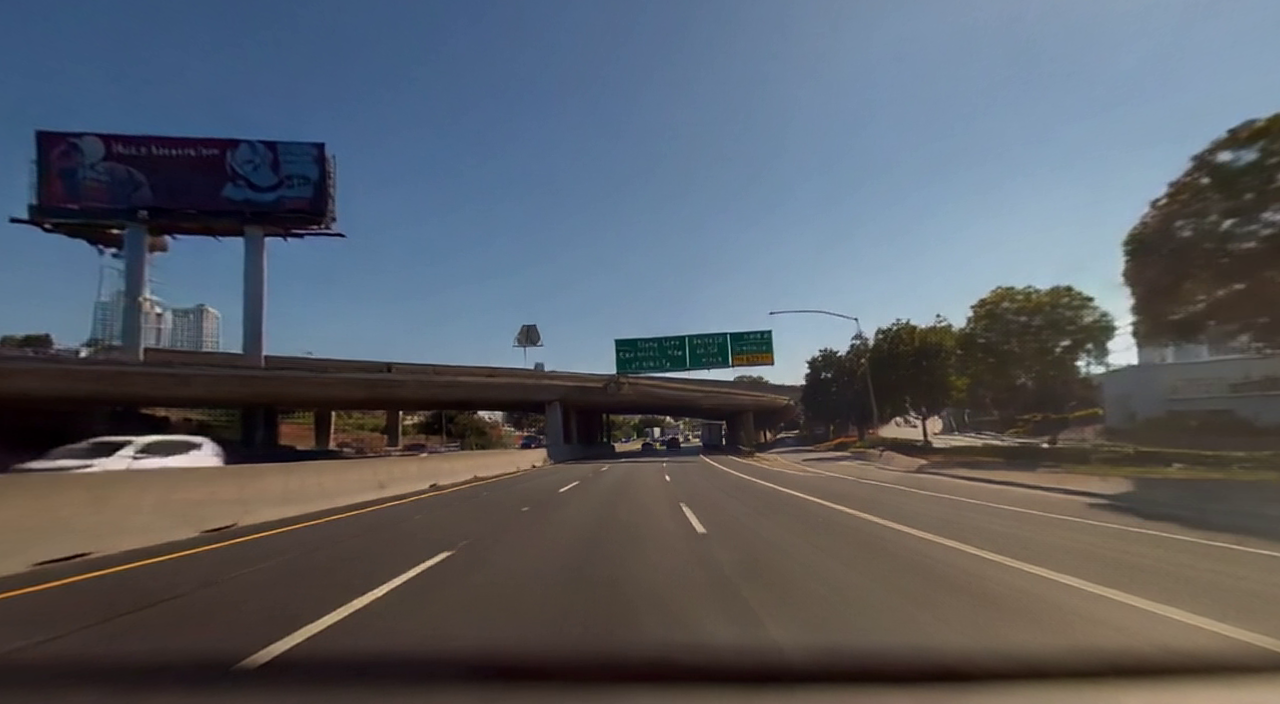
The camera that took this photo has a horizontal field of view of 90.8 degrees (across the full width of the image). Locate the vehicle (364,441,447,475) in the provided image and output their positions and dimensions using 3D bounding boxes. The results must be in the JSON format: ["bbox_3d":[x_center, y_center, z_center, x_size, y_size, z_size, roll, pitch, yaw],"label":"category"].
[{"bbox_3d":[-11.358,5.171,31.027,2.328,1.496,4.724,0,-9,-1],"label":"vehicle"}]

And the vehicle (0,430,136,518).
[{"bbox_3d":[-12.607,2.387,12.554,1.824,1.596,3.948,0,-9,1],"label":"vehicle"}]
